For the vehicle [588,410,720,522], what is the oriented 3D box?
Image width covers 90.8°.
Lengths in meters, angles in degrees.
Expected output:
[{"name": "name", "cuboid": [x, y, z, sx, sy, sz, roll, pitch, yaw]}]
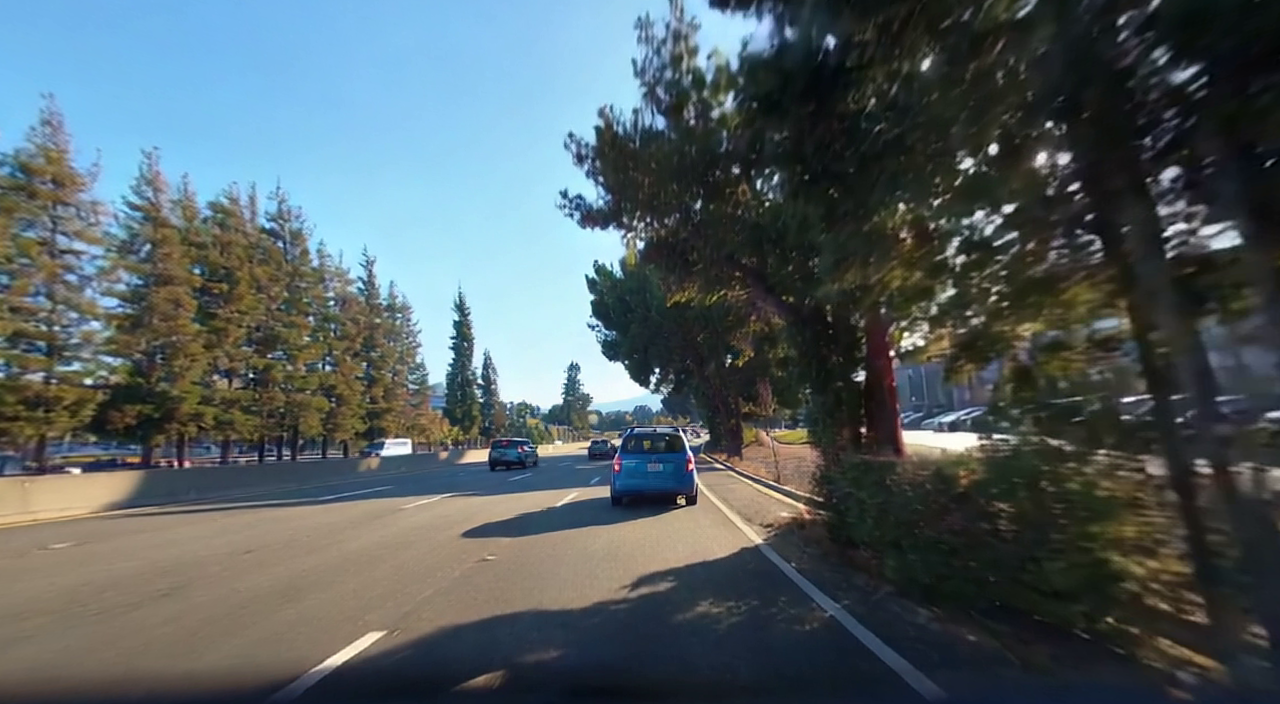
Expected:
[{"name": "vehicle", "cuboid": [0.305, 2.193, 12.582, 2.173, 1.830, 4.189, 0, -9, 2]}]

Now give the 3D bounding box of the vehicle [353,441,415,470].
[{"name": "vehicle", "cuboid": [-18.590, 7.519, 46.090, 2.033, 1.923, 4.658, -1, -9, 8]}]

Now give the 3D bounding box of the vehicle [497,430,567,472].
[{"name": "vehicle", "cuboid": [-5.278, 4.920, 31.583, 2.154, 1.902, 4.735, -1, -9, 7]}]
